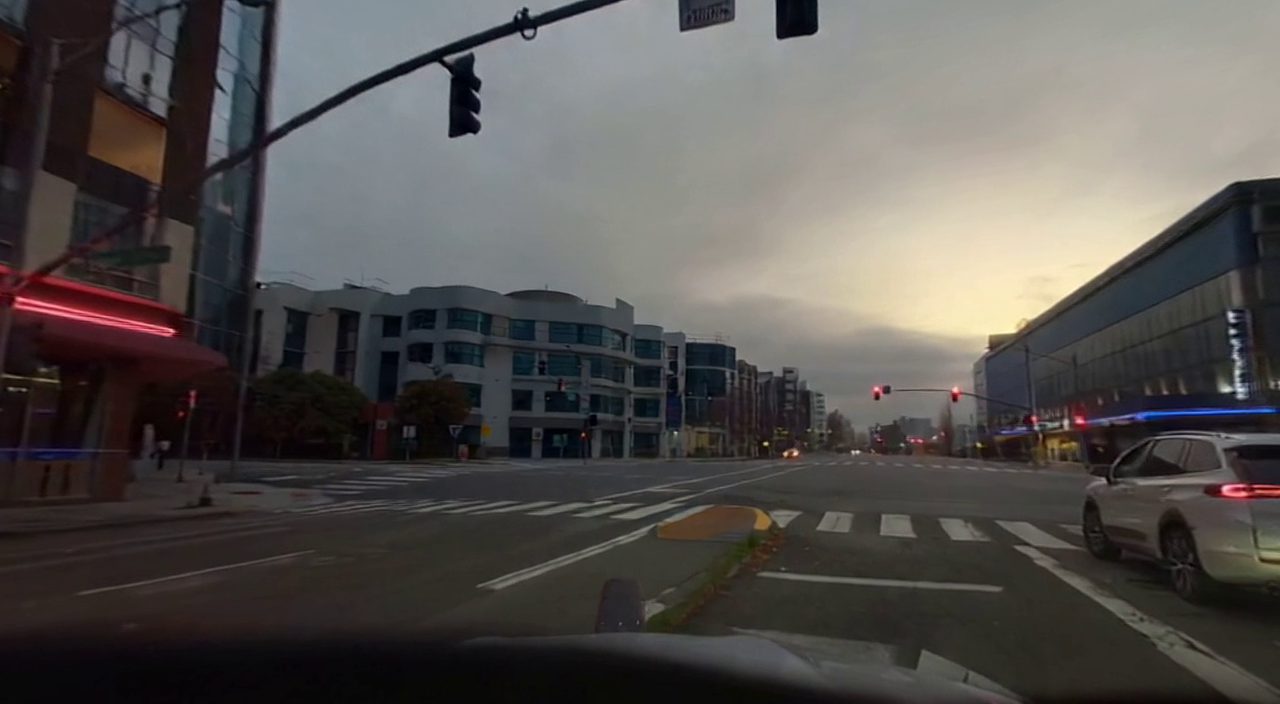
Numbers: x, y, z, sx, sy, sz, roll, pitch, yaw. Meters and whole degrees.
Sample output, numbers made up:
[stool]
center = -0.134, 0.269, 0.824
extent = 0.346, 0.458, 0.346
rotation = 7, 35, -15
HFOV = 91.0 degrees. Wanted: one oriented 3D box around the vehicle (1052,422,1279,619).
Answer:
[vehicle]
center = 6.413, 1.676, 7.081
extent = 2.067, 1.625, 4.073
rotation = -3, -9, 21
